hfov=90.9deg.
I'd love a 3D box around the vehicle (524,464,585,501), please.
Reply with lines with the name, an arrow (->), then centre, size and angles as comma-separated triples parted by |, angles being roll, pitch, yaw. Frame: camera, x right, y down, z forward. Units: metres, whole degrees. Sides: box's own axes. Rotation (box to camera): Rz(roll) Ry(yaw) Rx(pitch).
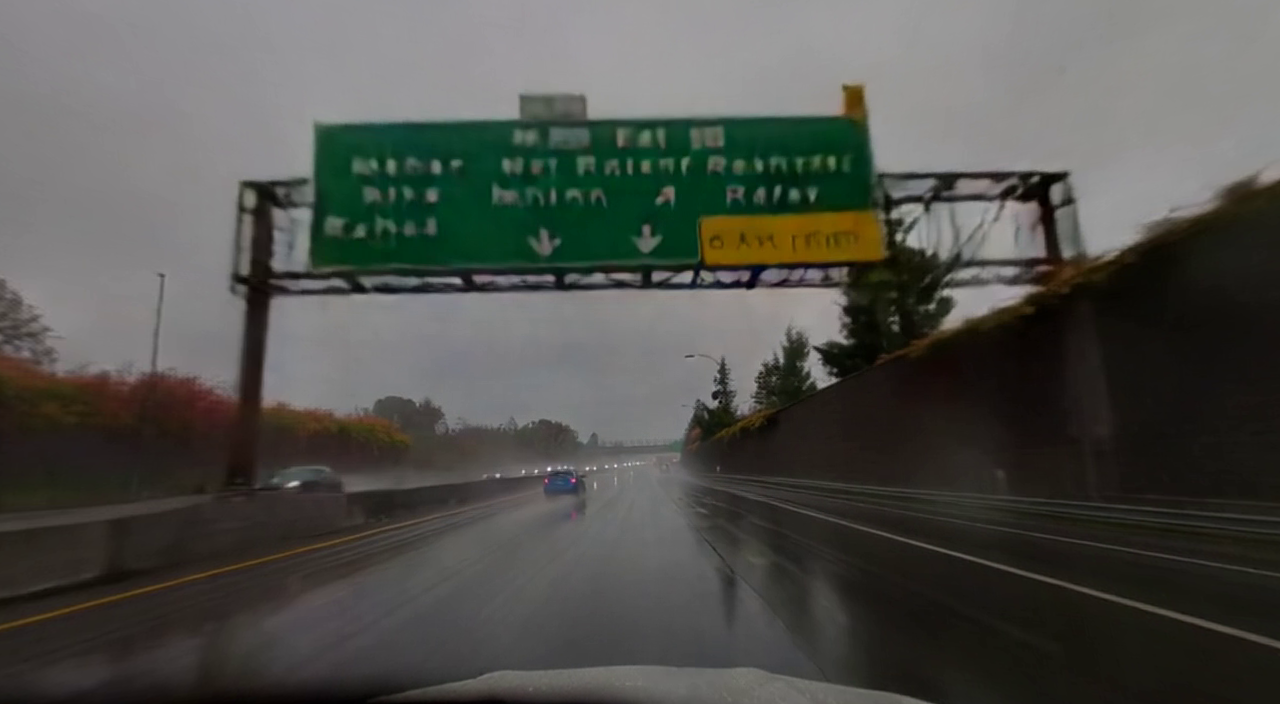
vehicle -> -3.735, 5.808, 28.339 | 2.045, 1.487, 4.582 | 1, -10, 1
